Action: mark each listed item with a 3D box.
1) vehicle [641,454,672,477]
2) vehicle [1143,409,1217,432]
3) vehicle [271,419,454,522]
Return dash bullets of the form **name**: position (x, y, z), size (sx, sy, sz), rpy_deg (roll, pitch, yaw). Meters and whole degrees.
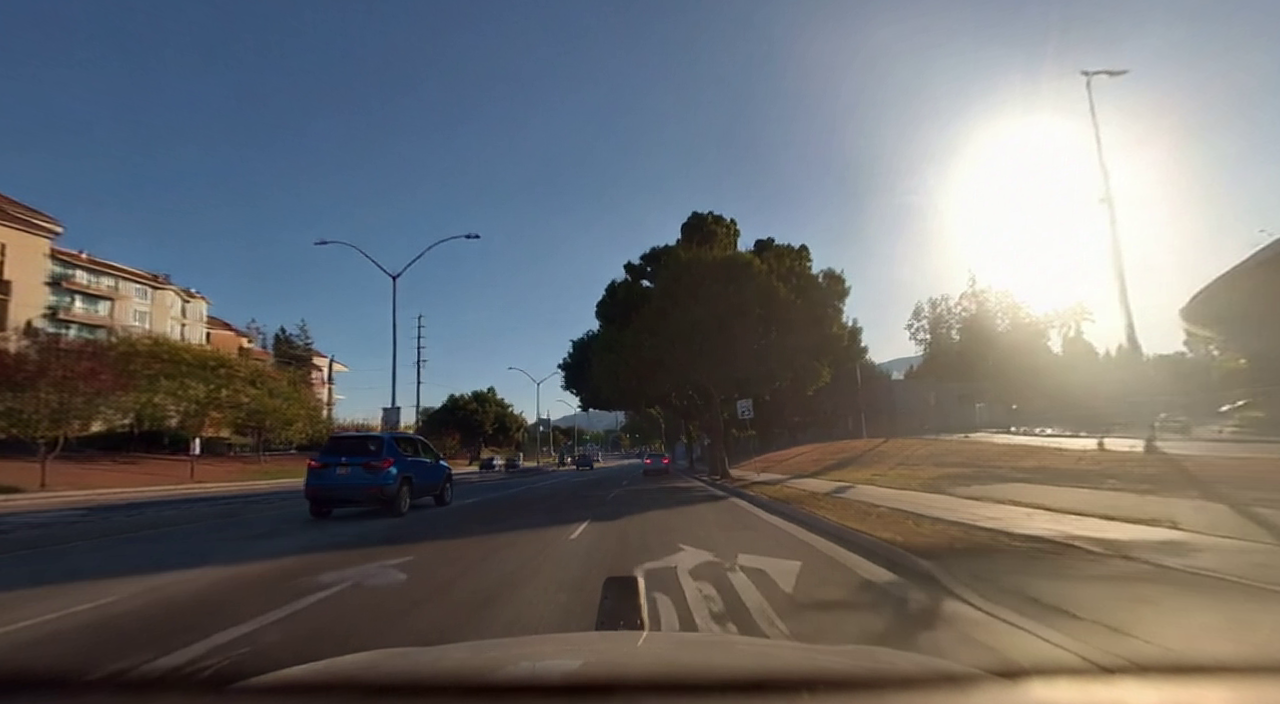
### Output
- **vehicle**: position (1.124, 7.980, 44.553), size (2.091, 1.494, 3.962), rpy_deg (0, -9, 0)
- **vehicle**: position (39.224, 5.022, 45.870), size (1.772, 1.504, 4.322), rpy_deg (-1, -9, 5)
- **vehicle**: position (-5.837, 2.536, 13.961), size (2.027, 1.908, 4.273), rpy_deg (0, -9, 1)
